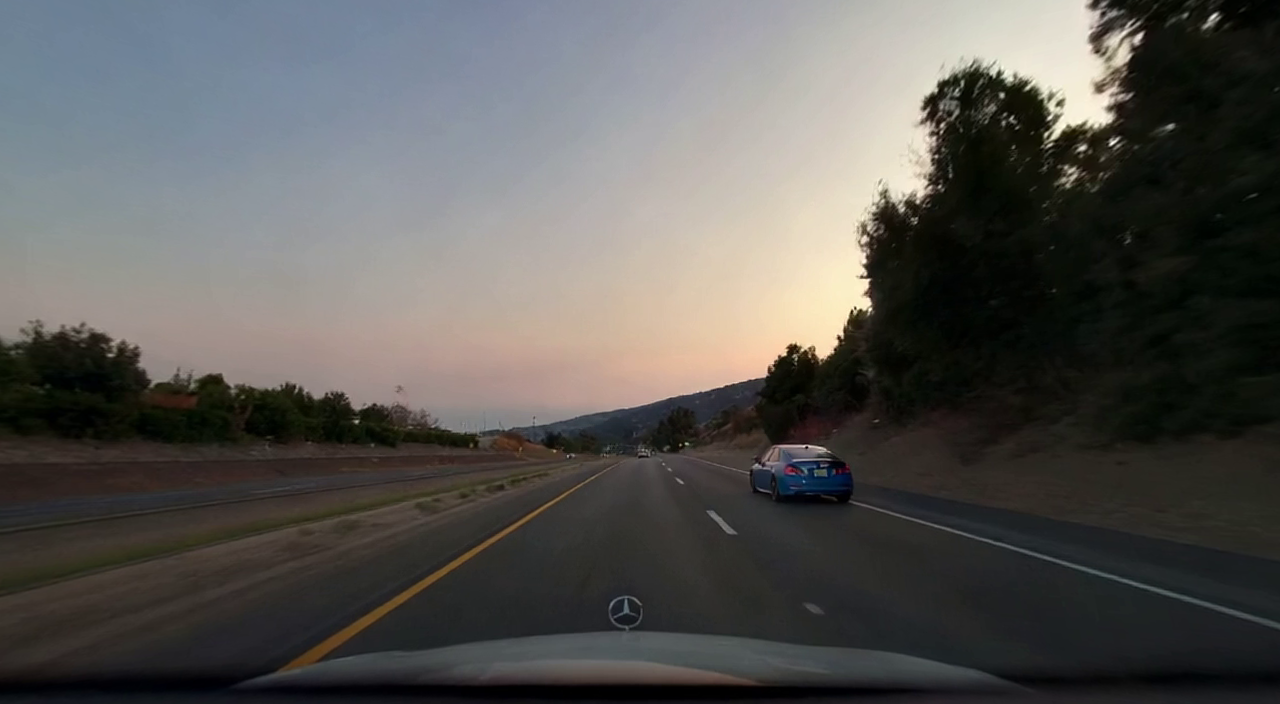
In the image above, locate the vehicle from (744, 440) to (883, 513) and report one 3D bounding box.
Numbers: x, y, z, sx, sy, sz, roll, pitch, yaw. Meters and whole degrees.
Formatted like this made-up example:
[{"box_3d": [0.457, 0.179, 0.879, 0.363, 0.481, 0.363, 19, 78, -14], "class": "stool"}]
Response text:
[{"box_3d": [4.048, 2.978, 15.719, 2.053, 1.490, 4.799, 0, -8, -1], "class": "vehicle"}]
